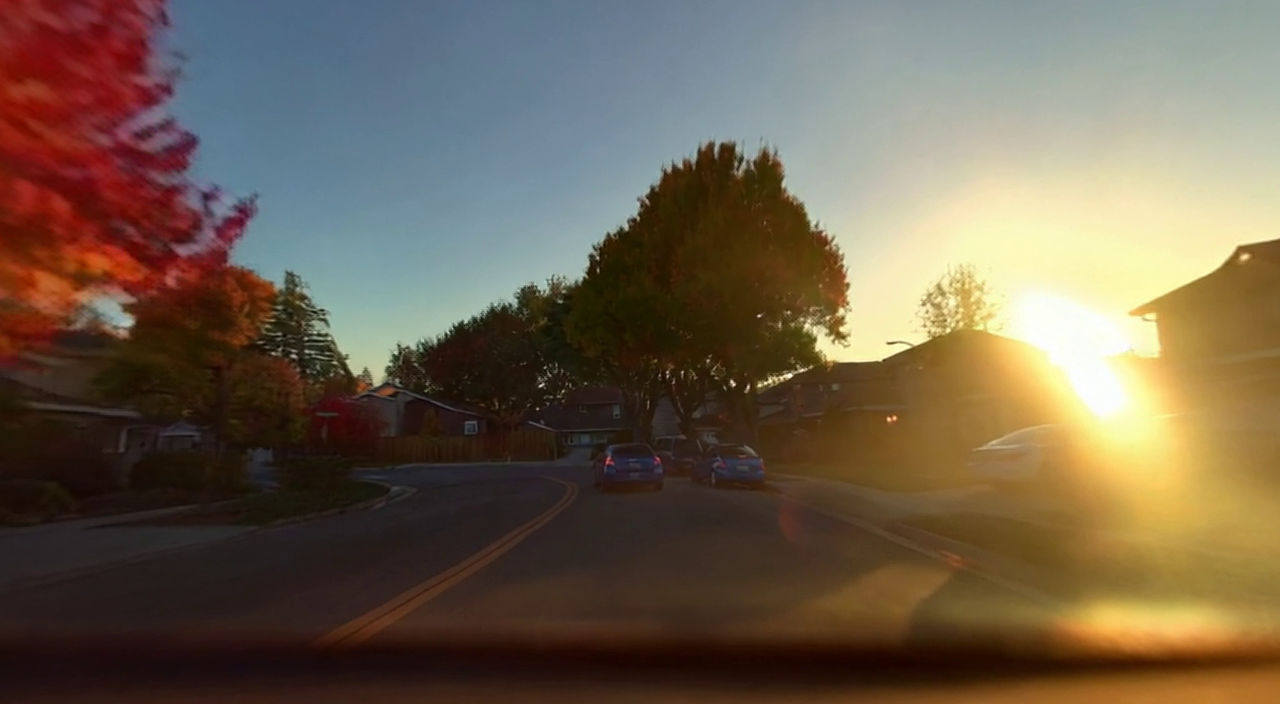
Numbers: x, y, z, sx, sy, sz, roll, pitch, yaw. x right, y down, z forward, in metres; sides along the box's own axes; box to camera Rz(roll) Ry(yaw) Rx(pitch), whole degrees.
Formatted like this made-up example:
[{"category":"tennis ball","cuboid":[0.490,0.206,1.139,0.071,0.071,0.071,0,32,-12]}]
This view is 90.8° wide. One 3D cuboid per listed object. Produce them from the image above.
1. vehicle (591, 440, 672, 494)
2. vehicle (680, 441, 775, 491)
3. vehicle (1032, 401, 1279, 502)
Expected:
[{"category":"vehicle","cuboid":[-0.396,3.490,19.626,2.192,1.474,4.192,1,-9,-5]},{"category":"vehicle","cuboid":[2.747,3.746,21.107,2.089,1.462,4.529,1,-9,-6]},{"category":"vehicle","cuboid":[10.530,1.856,12.269,4.524,1.587,2.064,-2,-8,-8]}]
